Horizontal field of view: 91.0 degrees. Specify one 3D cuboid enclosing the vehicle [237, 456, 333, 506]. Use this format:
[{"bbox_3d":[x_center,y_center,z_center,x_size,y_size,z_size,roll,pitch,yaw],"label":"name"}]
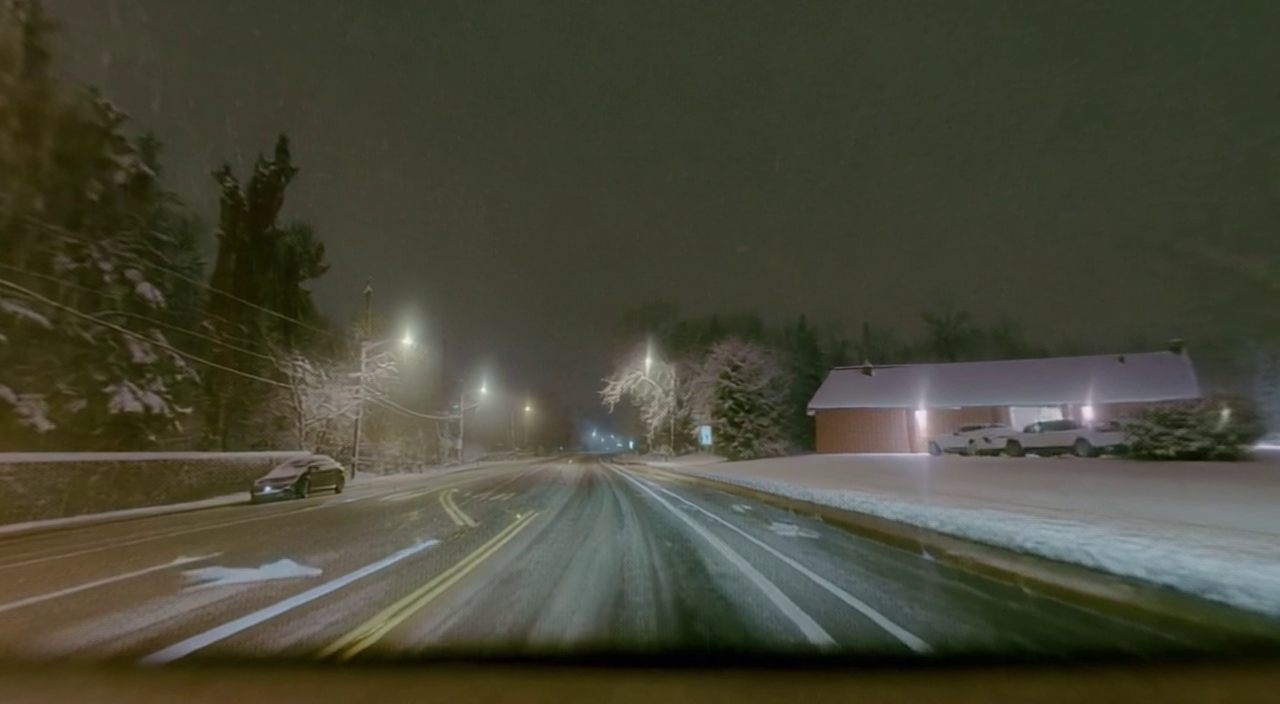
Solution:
[{"bbox_3d":[-14.775,5.326,26.466,1.952,1.632,4.200,-2,-7,-6],"label":"vehicle"}]
